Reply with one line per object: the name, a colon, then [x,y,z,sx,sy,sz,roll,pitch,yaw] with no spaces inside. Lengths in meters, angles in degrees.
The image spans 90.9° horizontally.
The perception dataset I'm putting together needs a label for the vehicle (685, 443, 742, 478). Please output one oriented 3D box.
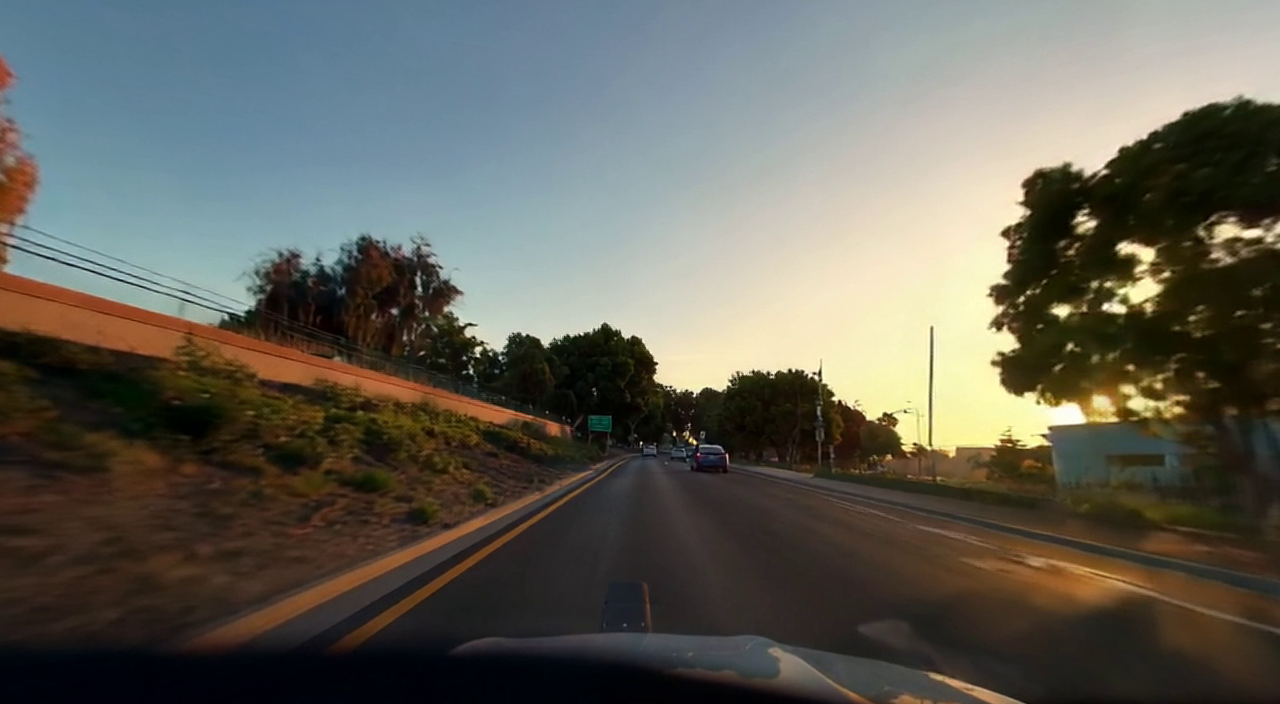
vehicle: [3.305,4.975,29.318,1.956,1.473,4.640,0,-8,-2]
